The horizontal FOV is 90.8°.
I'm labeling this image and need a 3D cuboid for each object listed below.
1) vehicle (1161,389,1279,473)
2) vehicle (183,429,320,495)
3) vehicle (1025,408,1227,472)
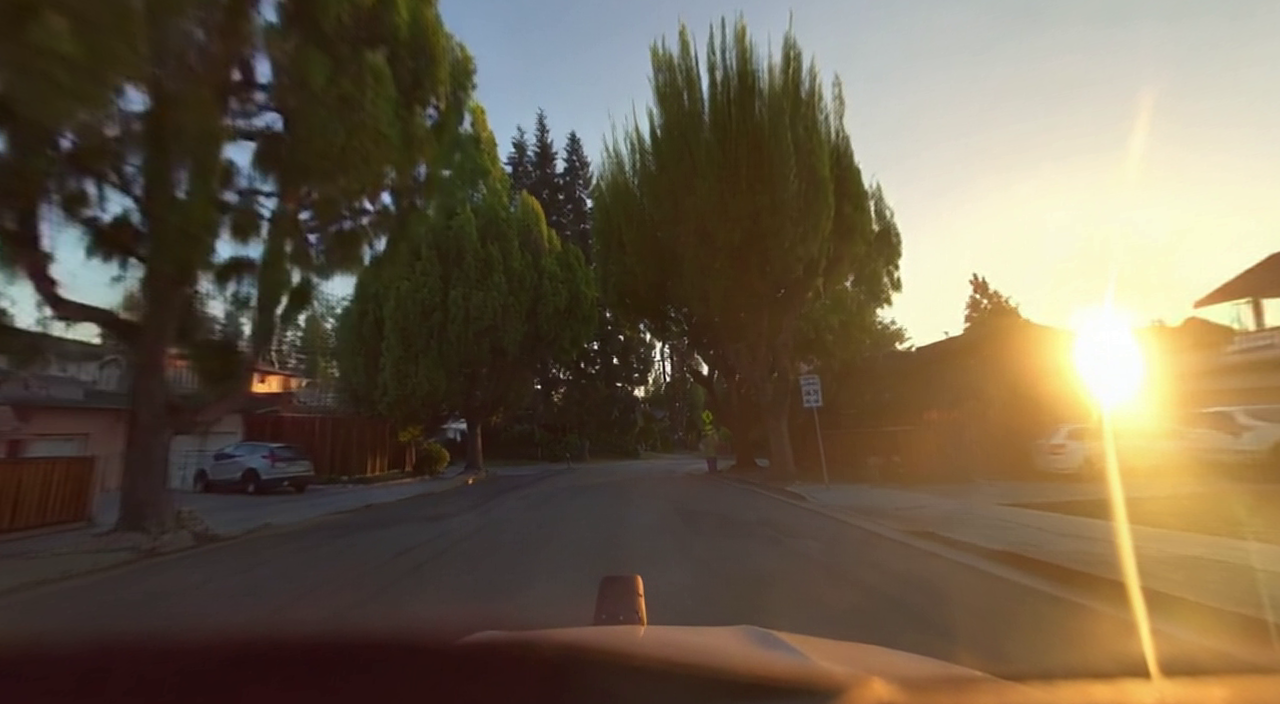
[{"bbox_3d":[14.453,1.727,13.750,4.261,1.725,1.955,-4,-9,20],"label":"vehicle"},{"bbox_3d":[-12.469,3.470,20.167,4.656,1.835,2.039,-7,-11,37],"label":"vehicle"},{"bbox_3d":[13.104,2.446,17.341,3.780,1.601,2.025,-2,-9,13],"label":"vehicle"}]
